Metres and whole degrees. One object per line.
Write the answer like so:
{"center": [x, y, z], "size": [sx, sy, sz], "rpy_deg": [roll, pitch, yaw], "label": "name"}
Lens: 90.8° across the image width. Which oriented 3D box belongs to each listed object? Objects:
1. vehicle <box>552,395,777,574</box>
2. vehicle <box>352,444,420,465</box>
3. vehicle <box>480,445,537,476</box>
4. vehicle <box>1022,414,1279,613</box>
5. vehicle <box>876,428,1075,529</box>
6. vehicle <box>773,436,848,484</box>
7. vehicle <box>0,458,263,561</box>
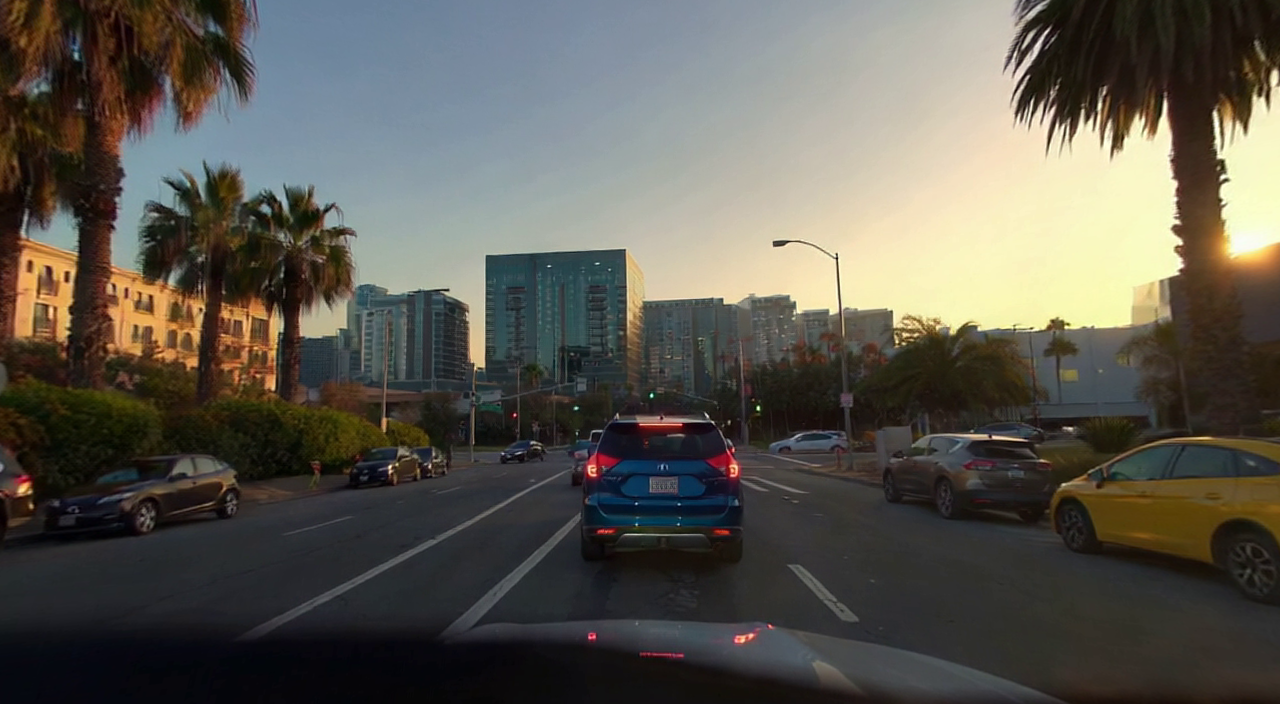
{"center": [0.260, 1.659, 8.603], "size": [2.264, 1.798, 4.258], "rpy_deg": [0, -8, 1], "label": "vehicle"}
{"center": [-18.716, 7.521, 46.641], "size": [1.759, 1.457, 4.297], "rpy_deg": [-7, -11, 37], "label": "vehicle"}
{"center": [-6.730, 5.589, 32.834], "size": [1.928, 1.475, 4.645], "rpy_deg": [0, -8, 1], "label": "vehicle"}
{"center": [6.439, 1.597, 6.915], "size": [1.935, 1.672, 4.139], "rpy_deg": [0, -8, 1], "label": "vehicle"}
{"center": [6.666, 2.531, 13.244], "size": [1.930, 1.736, 4.329], "rpy_deg": [-1, -8, 3], "label": "vehicle"}
{"center": [6.584, 4.210, 24.901], "size": [1.948, 1.729, 4.023], "rpy_deg": [-1, -8, 2], "label": "vehicle"}
{"center": [-9.579, 2.809, 11.958], "size": [2.054, 1.467, 4.595], "rpy_deg": [-3, -9, 0], "label": "vehicle"}
